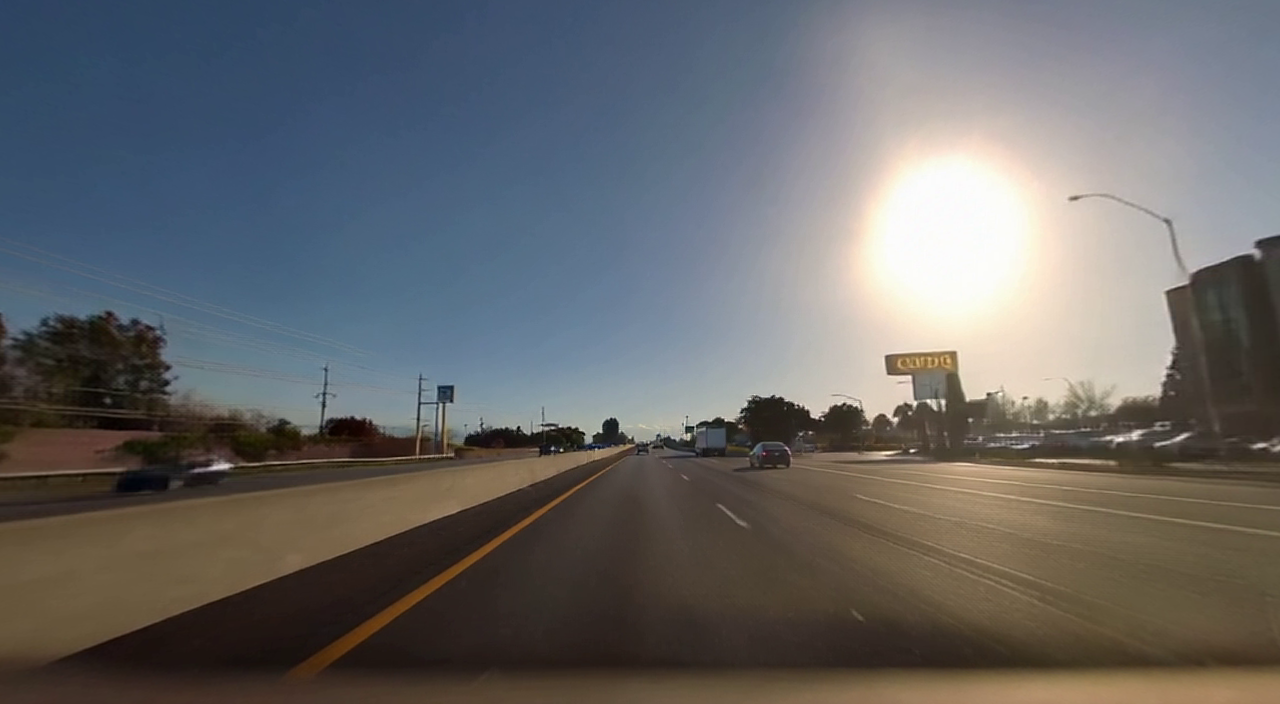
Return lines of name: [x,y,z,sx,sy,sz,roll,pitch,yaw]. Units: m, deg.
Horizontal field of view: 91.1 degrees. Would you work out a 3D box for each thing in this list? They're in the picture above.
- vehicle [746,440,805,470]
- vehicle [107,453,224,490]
vehicle: [7.441,5.715,35.048,2.079,1.518,5.032,0,-8,-1]
vehicle: [-21.947,5.523,29.298,1.941,1.524,4.403,0,-8,1]
